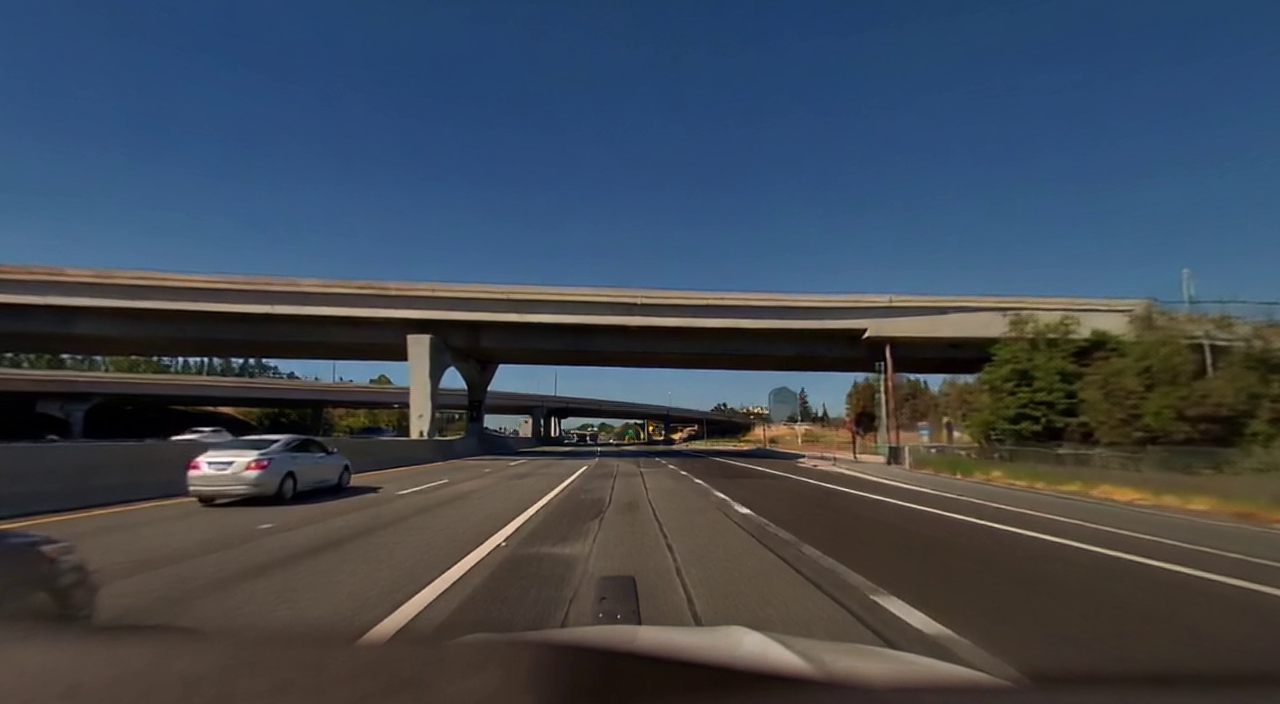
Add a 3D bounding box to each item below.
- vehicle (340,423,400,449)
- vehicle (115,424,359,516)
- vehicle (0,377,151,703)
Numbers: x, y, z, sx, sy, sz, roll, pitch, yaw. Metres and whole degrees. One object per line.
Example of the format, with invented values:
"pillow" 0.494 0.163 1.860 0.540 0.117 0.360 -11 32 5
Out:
"vehicle" -16.718 5.244 39.169 1.866 1.519 4.398 0 -8 -2
"vehicle" -7.454 2.191 12.318 1.979 1.476 4.324 0 -8 -1
"vehicle" -3.983 0.704 1.251 2.123 1.601 4.887 0 -8 -1
